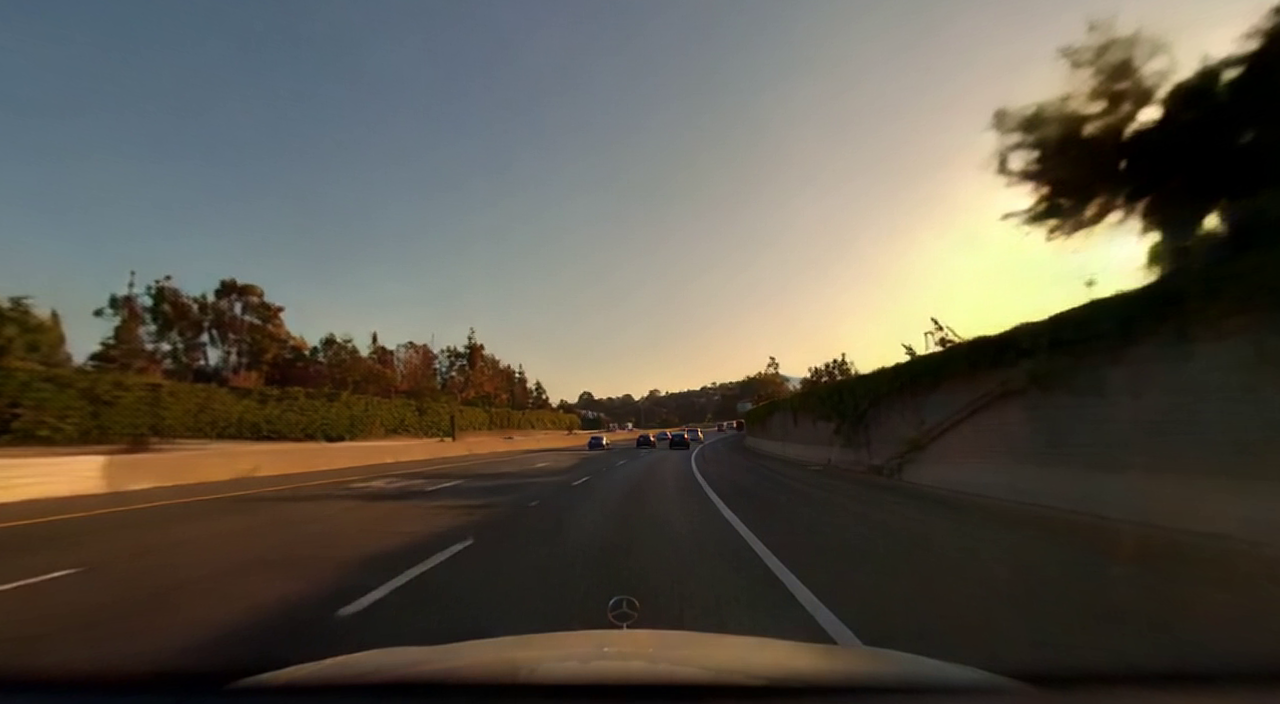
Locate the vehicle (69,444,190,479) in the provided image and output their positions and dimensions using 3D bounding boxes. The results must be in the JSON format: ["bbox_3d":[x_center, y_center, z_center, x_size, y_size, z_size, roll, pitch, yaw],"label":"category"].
[{"bbox_3d":[-24.637,5.255,30.684,1.857,1.523,4.621,0,-8,3],"label":"vehicle"}]
